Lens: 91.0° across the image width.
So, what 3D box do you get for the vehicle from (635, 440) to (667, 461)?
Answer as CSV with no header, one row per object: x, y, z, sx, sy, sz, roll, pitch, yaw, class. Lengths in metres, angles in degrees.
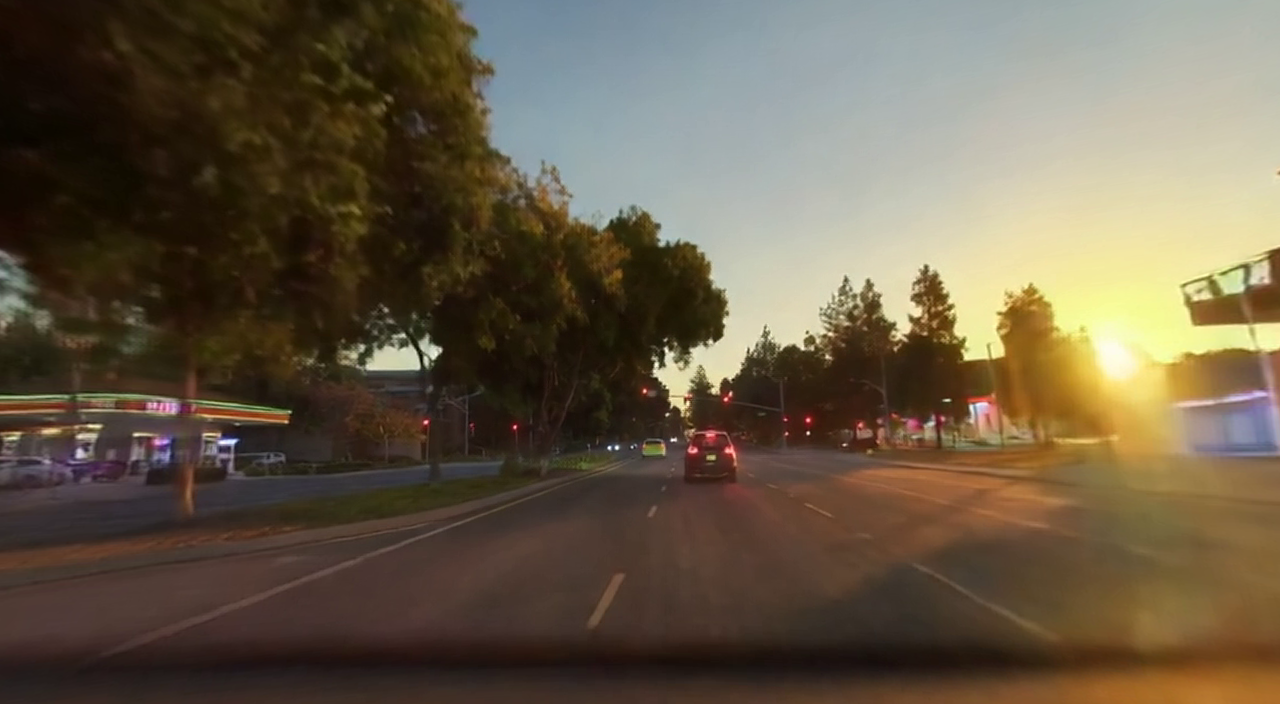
0.857,7.201,46.219,2.100,1.469,3.872,-1,-9,5,vehicle

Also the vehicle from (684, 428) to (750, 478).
2.796,3.825,23.924,2.213,1.715,4.242,-1,-9,3,vehicle

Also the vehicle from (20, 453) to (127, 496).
-25.371,5.422,28.170,4.428,1.708,1.952,-4,-10,27,vehicle

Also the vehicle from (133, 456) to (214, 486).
-25.455,6.453,34.326,4.538,1.469,1.912,-6,-10,32,vehicle
